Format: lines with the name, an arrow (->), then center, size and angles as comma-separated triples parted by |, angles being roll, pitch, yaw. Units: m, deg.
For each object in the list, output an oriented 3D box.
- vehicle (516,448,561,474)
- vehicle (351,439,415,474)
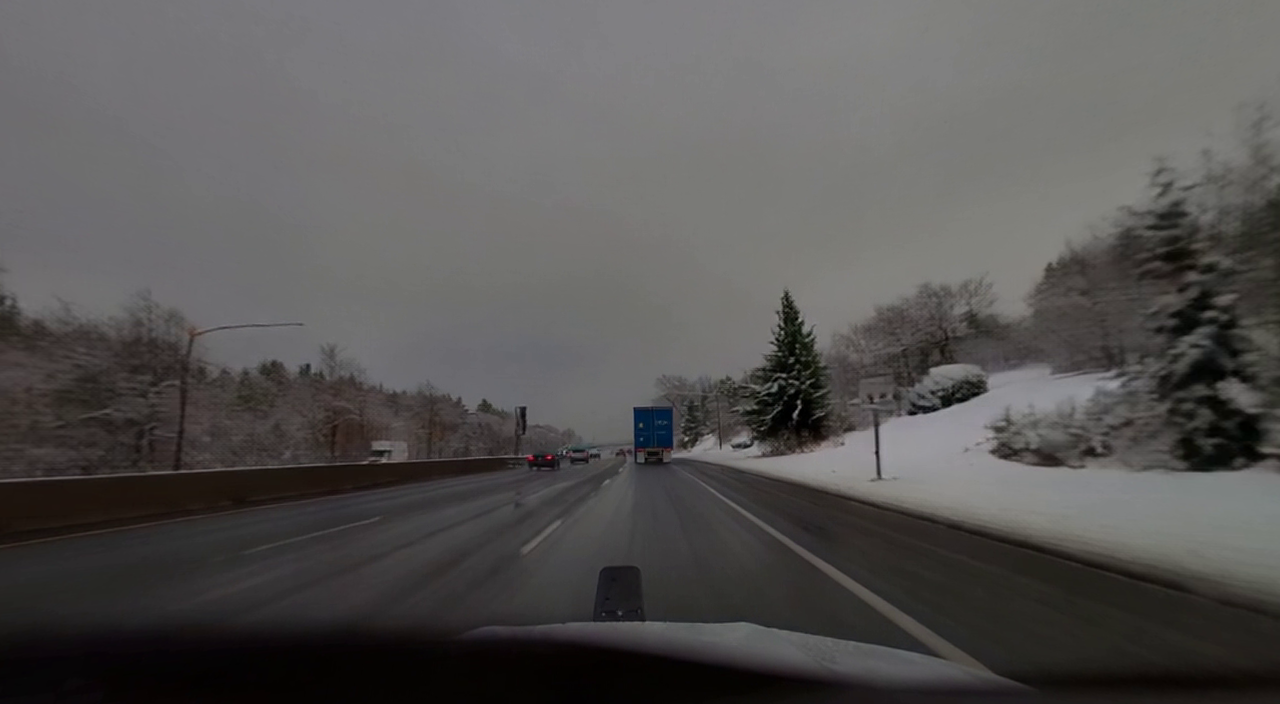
vehicle -> -6.428, 6.946, 40.399 | 2.017, 1.517, 4.766 | 0, -9, 1
vehicle -> -19.889, 8.112, 49.102 | 2.292, 2.558, 5.893 | 0, -9, 2
